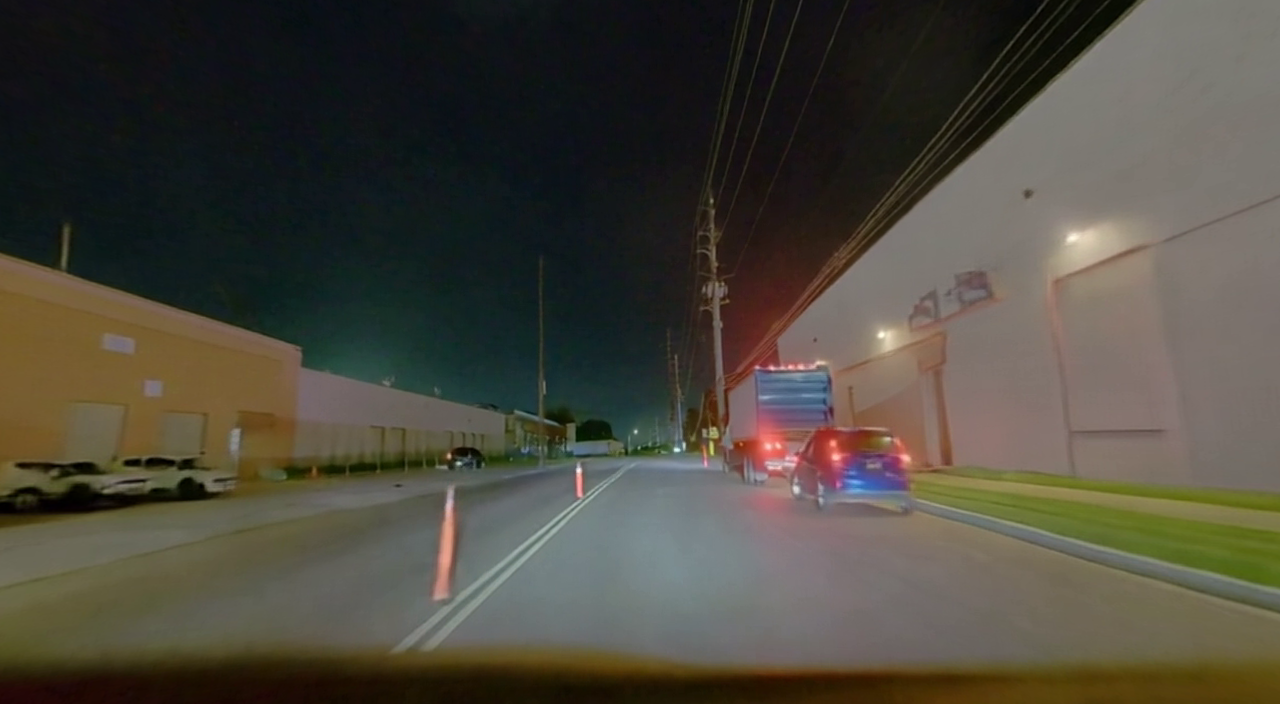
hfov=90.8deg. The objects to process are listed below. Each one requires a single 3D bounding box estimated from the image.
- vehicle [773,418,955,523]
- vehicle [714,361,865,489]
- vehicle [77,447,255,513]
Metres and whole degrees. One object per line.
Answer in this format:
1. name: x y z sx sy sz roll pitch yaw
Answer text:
1. vehicle: 4.180 2.278 12.676 1.892 1.696 4.332 0 -8 -2
2. vehicle: 4.284 2.489 20.195 3.058 3.269 7.674 -1 -9 1
3. vehicle: -14.243 3.808 19.432 2.078 1.674 4.652 0 -8 -4
